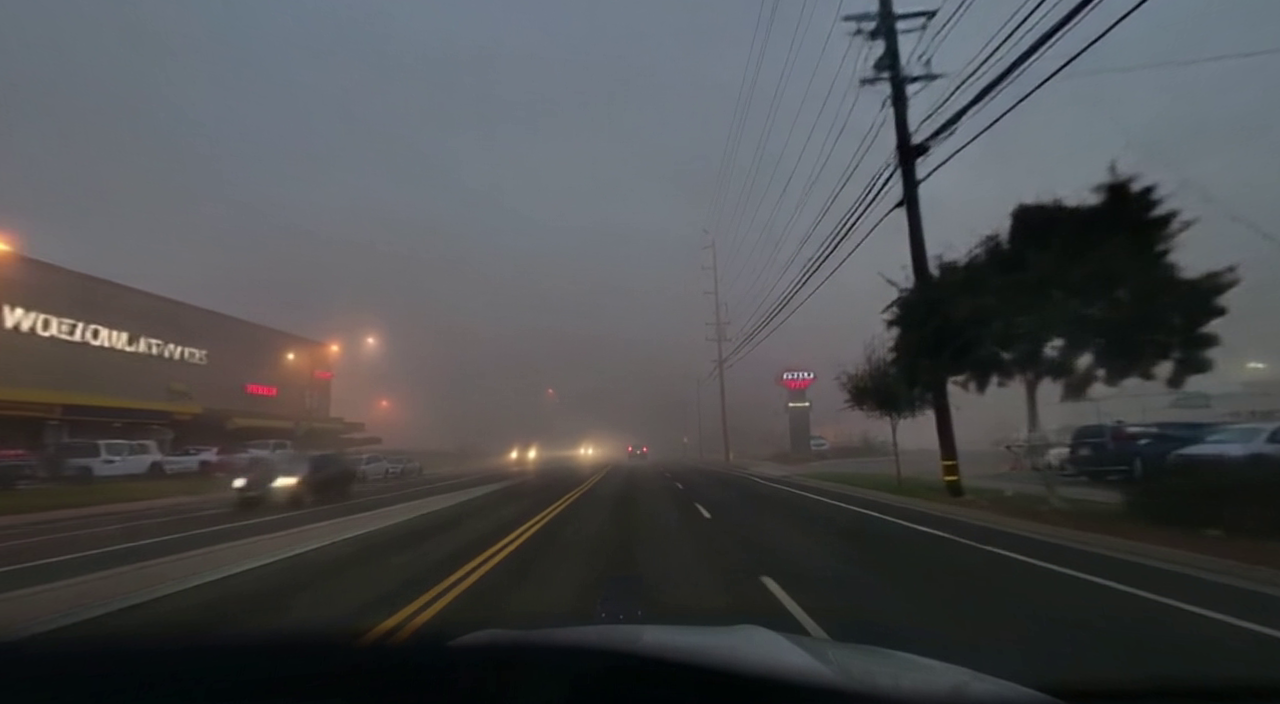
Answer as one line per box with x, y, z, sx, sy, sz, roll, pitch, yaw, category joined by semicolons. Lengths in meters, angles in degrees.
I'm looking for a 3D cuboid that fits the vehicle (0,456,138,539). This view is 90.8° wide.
-13.852;3.162;14.028;1.891;1.565;4.315;1;-8;-1;vehicle

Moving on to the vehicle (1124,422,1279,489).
14.192;2.390;14.912;3.943;1.370;1.913;-2;-8;-2;vehicle

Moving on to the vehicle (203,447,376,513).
-9.123;3.336;17.025;1.988;1.472;4.633;0;-8;1;vehicle
